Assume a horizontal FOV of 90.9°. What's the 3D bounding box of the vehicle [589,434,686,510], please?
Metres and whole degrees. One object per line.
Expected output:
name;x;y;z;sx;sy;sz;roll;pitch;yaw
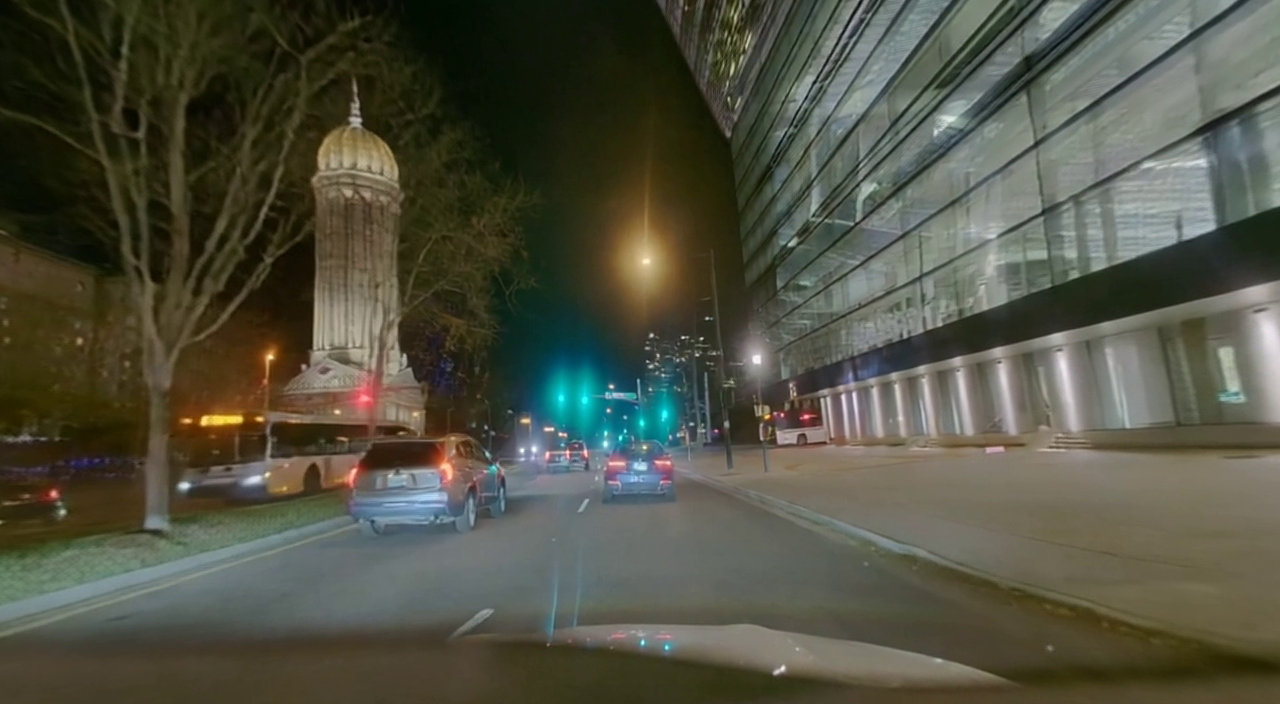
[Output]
vehicle;-0.143;2.710;14.627;1.933;1.504;3.802;0;-9;-3

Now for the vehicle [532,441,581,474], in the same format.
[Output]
vehicle;-4.034;5.172;31.066;1.961;1.517;4.202;0;-9;-2

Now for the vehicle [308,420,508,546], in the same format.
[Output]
vehicle;-3.467;2.019;10.262;1.848;1.641;3.686;0;-9;-1

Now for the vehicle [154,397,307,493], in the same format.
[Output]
vehicle;-19.542;4.505;30.752;2.995;4.140;6.561;0;-8;-1

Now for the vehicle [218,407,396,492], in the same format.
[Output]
vehicle;-14.941;4.570;29.677;3.063;3.298;9.918;0;-9;-1
